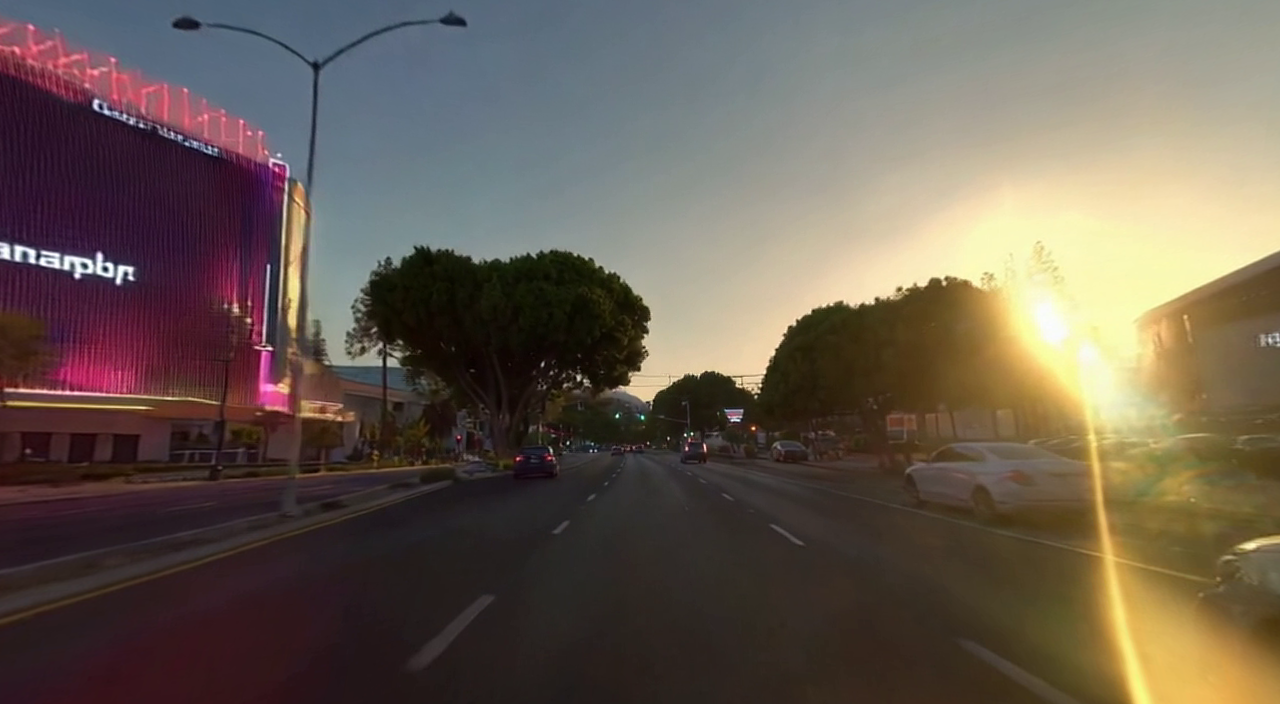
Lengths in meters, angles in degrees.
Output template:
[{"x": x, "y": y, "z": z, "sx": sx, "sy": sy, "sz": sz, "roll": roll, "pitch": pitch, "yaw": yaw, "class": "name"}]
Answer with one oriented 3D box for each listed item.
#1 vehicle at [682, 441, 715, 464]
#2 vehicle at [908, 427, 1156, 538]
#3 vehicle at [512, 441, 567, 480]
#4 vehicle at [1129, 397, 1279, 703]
[{"x": 4.407, "y": 7.691, "z": 48.308, "sx": 2.007, "sy": 1.683, "sz": 4.171, "roll": 0, "pitch": -9, "yaw": -1, "class": "vehicle"}, {"x": 7.243, "y": 2.430, "z": 12.402, "sx": 1.928, "sy": 1.729, "sz": 4.619, "roll": 0, "pitch": -9, "yaw": 1, "class": "vehicle"}, {"x": -4.262, "y": 4.655, "z": 27.315, "sx": 1.917, "sy": 1.511, "sz": 4.436, "roll": 0, "pitch": -9, "yaw": -3, "class": "vehicle"}, {"x": 3.446, "y": 0.685, "z": 0.829, "sx": 1.981, "sy": 1.499, "sz": 4.536, "roll": 0, "pitch": -9, "yaw": 1, "class": "vehicle"}]
